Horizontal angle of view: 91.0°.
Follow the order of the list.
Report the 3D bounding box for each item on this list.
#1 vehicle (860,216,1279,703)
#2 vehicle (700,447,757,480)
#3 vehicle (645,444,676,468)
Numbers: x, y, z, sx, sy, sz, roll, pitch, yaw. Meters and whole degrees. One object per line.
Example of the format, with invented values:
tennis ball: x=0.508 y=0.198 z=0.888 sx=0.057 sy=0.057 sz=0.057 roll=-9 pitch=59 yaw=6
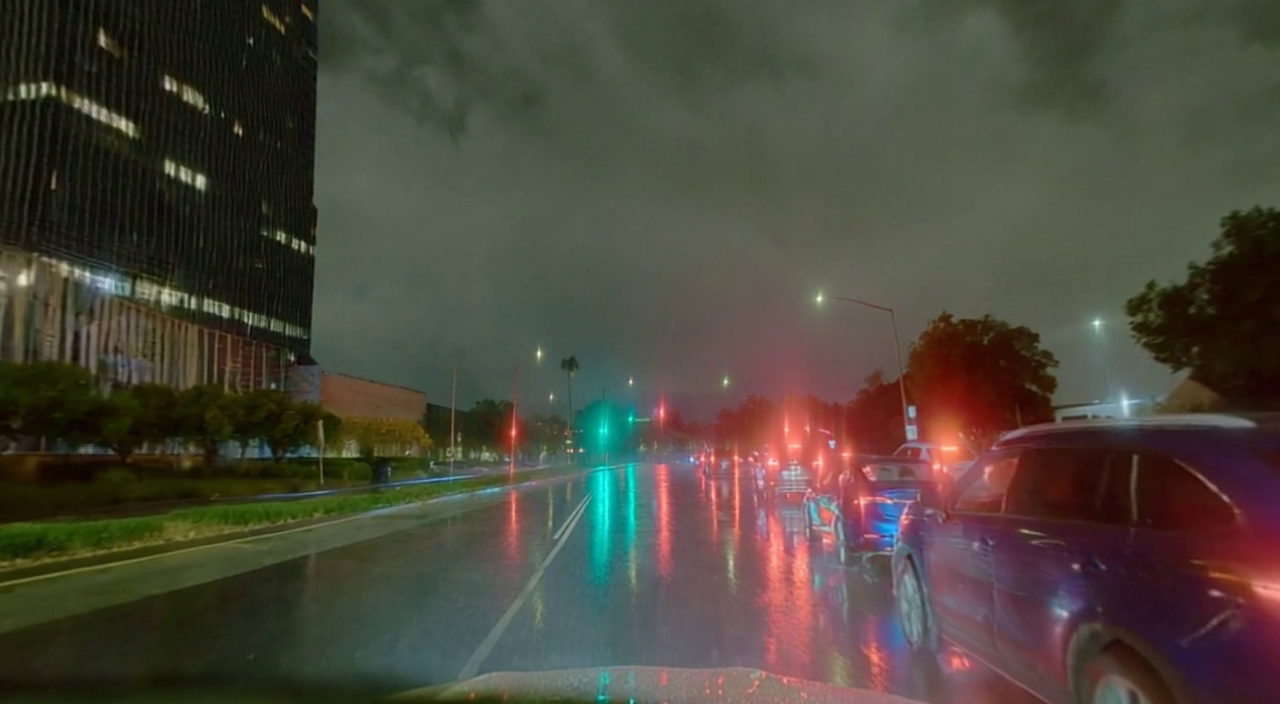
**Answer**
vehicle: x=2.469 y=0.884 z=2.715 sx=2.092 sy=1.703 sz=4.870 roll=-2 pitch=-9 yaw=11
vehicle: x=4.331 y=5.499 z=31.360 sx=2.183 sy=1.553 sz=3.923 roll=0 pitch=-9 yaw=-1
vehicle: x=1.667 y=8.014 z=48.719 sx=2.121 sy=1.728 sz=4.161 roll=-1 pitch=-9 yaw=6
